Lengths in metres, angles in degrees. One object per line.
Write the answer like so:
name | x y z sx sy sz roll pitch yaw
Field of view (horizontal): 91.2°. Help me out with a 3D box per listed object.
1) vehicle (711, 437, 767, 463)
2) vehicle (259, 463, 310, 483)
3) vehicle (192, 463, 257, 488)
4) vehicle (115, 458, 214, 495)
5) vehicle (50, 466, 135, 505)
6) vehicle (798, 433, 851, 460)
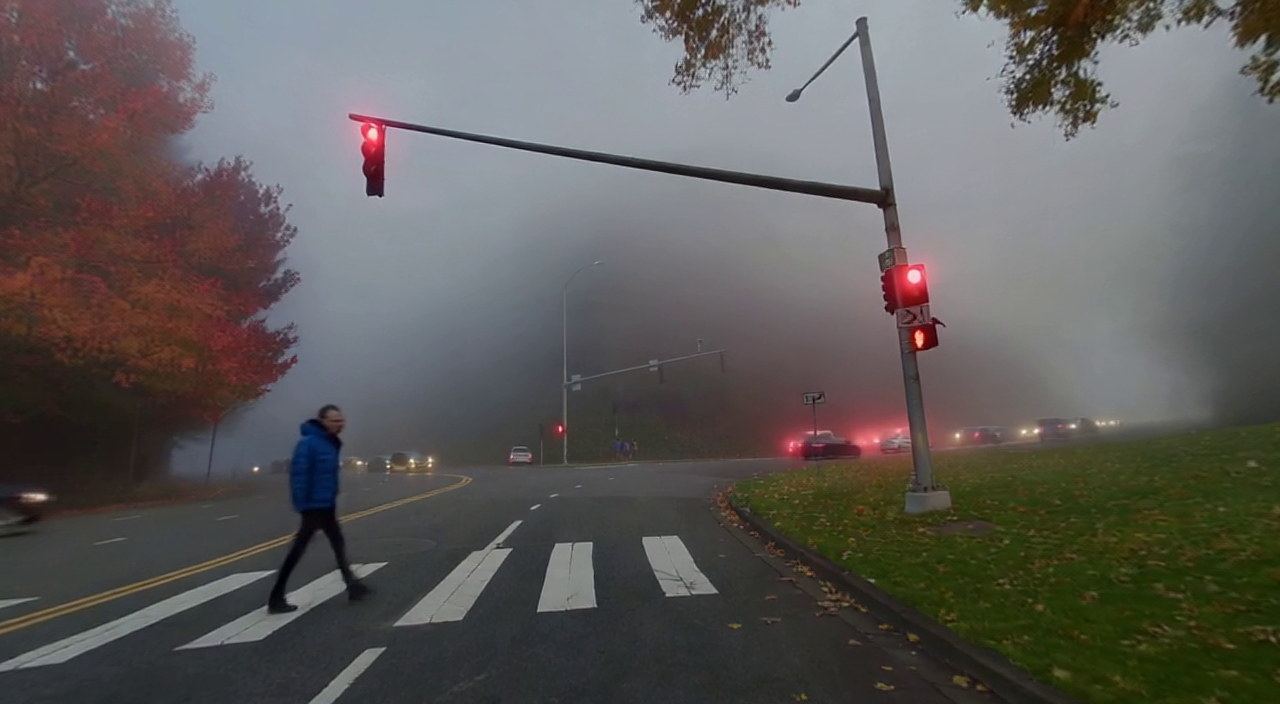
vehicle | 6.974 6.846 43.942 1.867 1.743 4.259 -8 -11 40
vehicle | -28.132 9.586 49.757 1.776 1.452 3.920 0 -9 0
vehicle | -28.541 8.478 43.184 1.768 1.465 3.972 0 -9 -1
vehicle | -27.827 7.272 36.912 2.064 1.913 5.081 0 -9 -4
vehicle | -25.420 6.160 29.254 1.694 1.528 4.225 3 -9 -23
vehicle | 13.419 6.826 45.371 2.036 1.849 4.811 -7 -11 36
